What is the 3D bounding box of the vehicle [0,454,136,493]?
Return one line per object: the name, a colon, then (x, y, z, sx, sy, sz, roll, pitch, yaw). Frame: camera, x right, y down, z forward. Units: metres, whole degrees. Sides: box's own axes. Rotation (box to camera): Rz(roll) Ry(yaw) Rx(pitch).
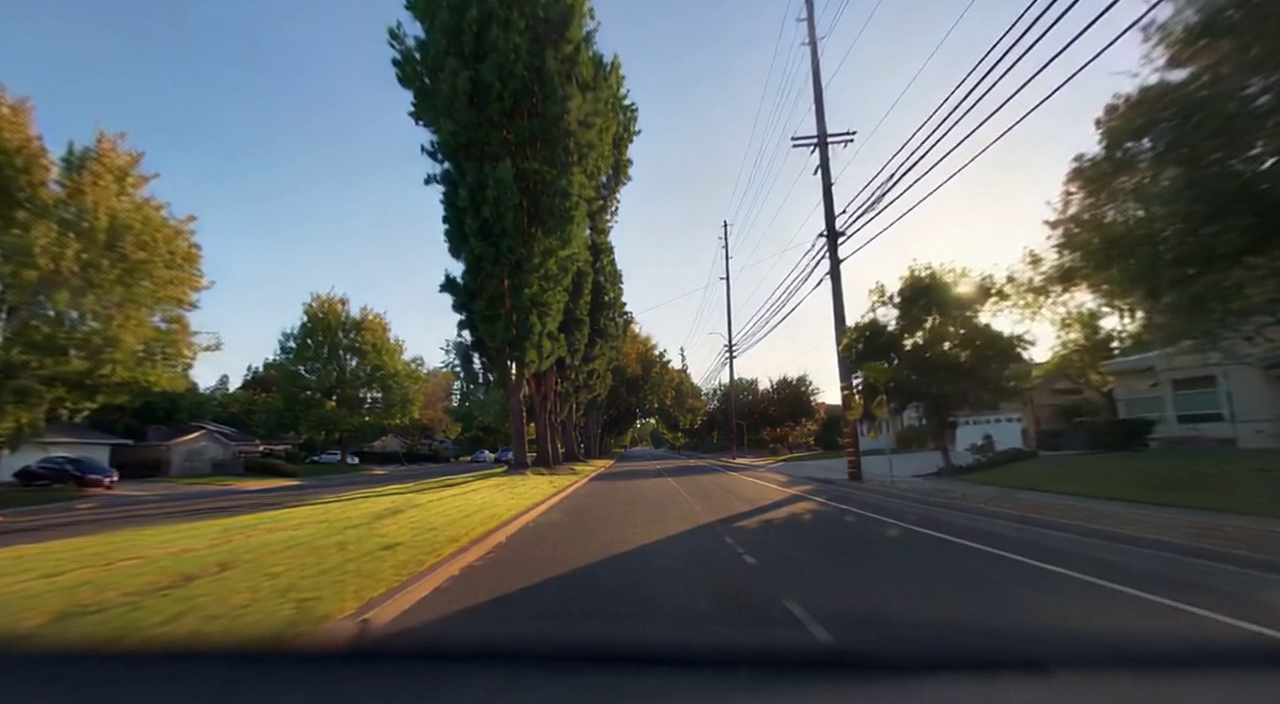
vehicle: (-26.978, 5.674, 29.703, 4.929, 1.667, 1.930, 0, -8, 2)
